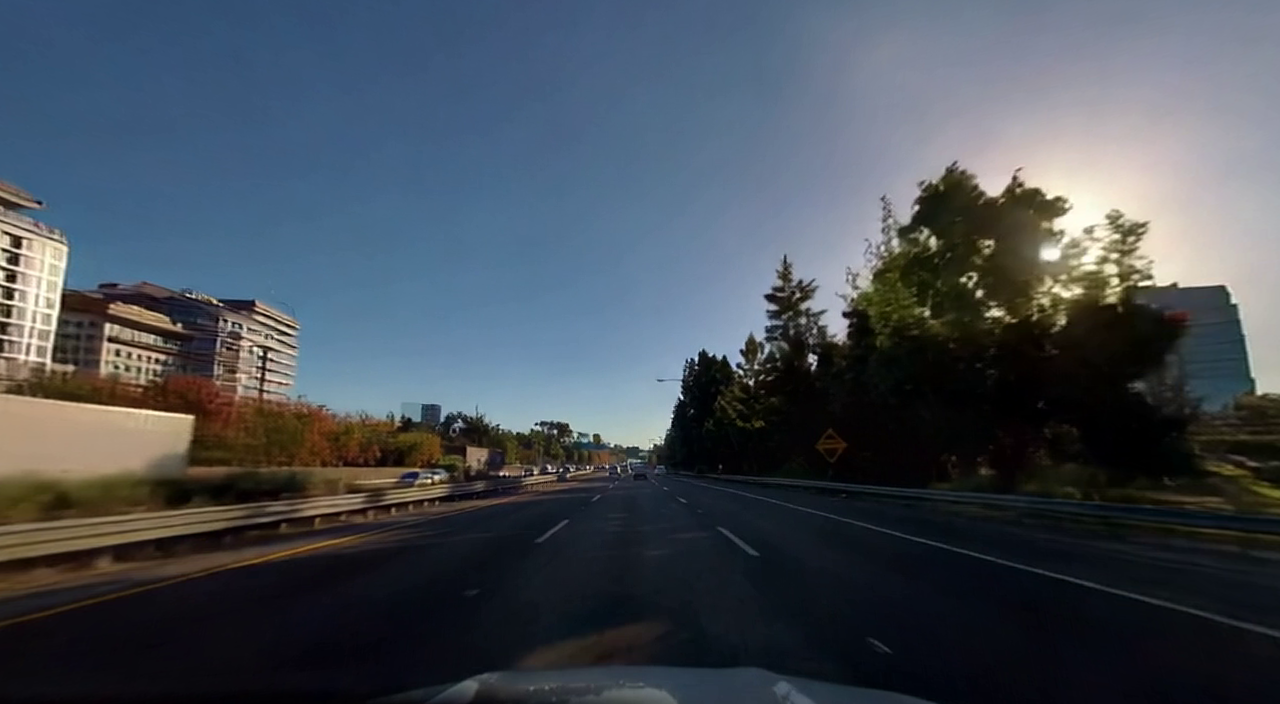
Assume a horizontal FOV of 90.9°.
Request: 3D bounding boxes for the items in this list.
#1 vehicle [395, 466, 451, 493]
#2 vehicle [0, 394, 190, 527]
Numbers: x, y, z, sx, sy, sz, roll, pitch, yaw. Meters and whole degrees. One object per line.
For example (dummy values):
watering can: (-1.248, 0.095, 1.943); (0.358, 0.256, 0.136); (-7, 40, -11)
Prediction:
vehicle: (-12.662, 7.462, 37.006); (1.779, 1.441, 4.279); (1, -11, 0)
vehicle: (-19.759, 3.472, 20.064); (2.948, 3.734, 10.618); (1, -11, 0)
